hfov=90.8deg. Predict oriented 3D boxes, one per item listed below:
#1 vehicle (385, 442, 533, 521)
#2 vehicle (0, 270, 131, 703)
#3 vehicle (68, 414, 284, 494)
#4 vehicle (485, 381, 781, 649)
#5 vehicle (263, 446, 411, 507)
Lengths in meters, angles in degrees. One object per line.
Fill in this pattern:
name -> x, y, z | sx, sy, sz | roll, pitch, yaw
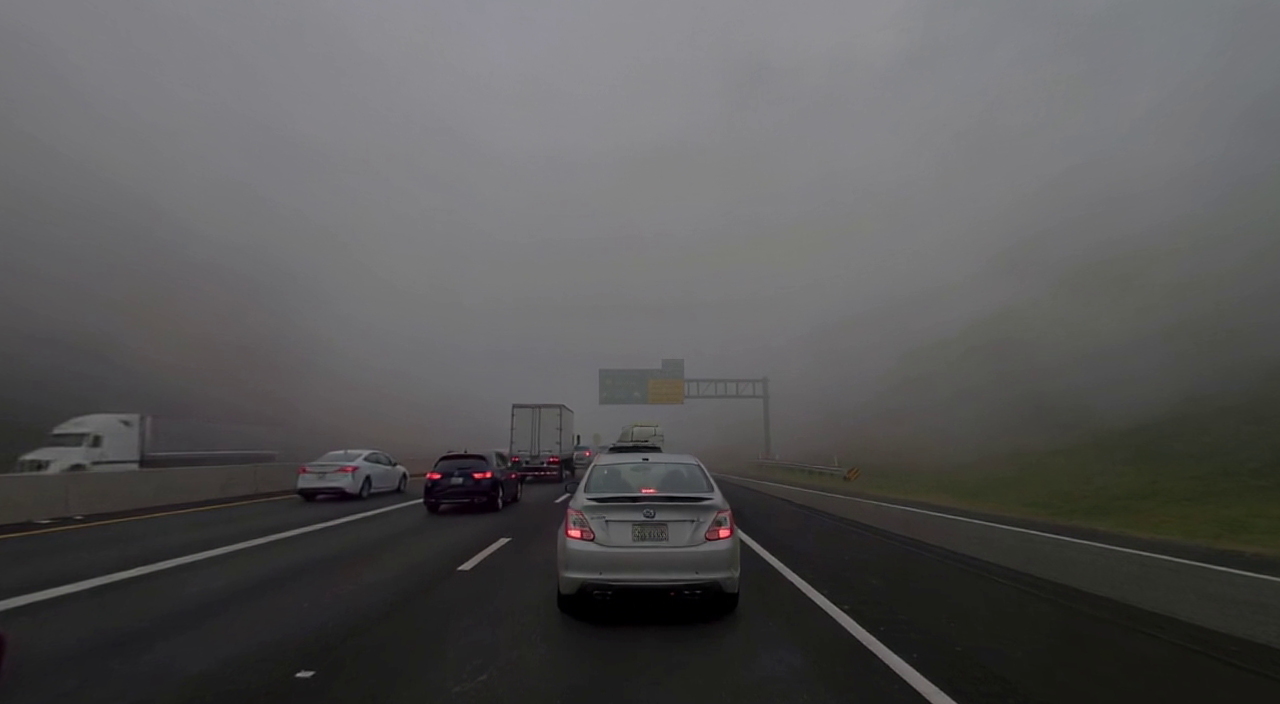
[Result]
vehicle -> -3.896, 2.851, 14.481 | 1.986, 1.501, 4.407 | -1, -9, 1
vehicle -> -3.914, 0.438, 1.089 | 2.055, 2.144, 4.782 | 0, -9, -1
vehicle -> -23.141, 5.251, 32.775 | 2.735, 3.428, 11.168 | 0, -9, 0
vehicle -> -0.090, 1.361, 6.062 | 1.995, 1.798, 3.380 | 0, -9, -1
vehicle -> -8.210, 3.393, 17.693 | 1.874, 1.470, 4.576 | 0, -9, 0
